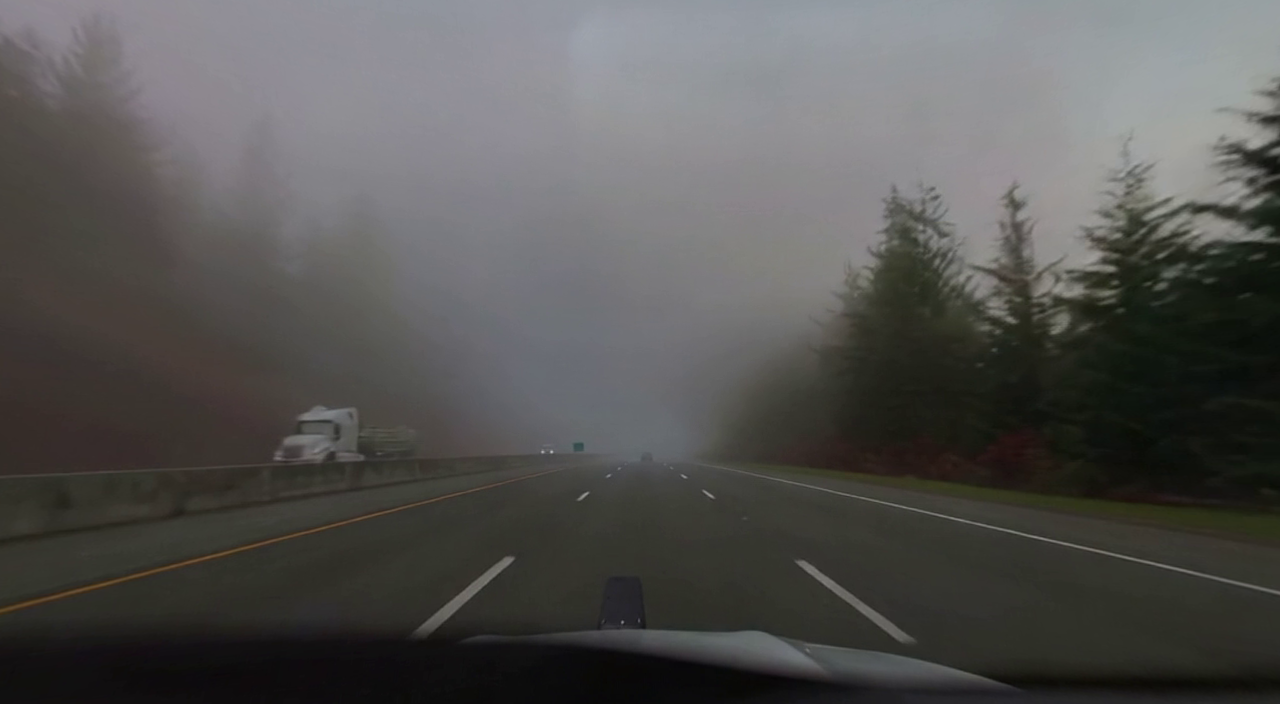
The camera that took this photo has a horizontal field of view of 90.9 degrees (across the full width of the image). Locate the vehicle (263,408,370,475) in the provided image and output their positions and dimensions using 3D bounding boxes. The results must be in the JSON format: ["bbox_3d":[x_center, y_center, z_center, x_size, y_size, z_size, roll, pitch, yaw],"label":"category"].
[{"bbox_3d":[-18.676,5.281,36.861,2.996,3.547,5.905,0,-9,0],"label":"vehicle"}]
